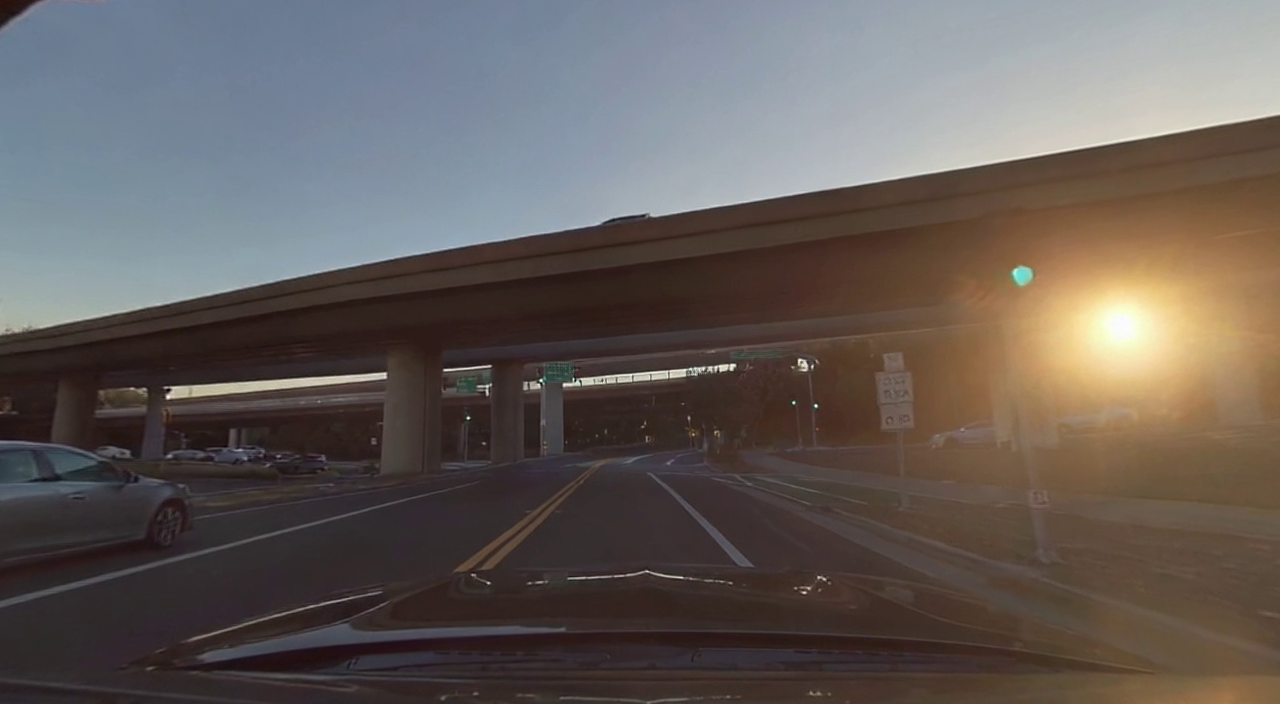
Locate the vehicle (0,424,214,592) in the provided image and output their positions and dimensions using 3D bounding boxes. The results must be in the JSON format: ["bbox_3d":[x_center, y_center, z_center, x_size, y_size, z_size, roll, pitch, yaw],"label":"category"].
[{"bbox_3d":[-7.511,1.721,7.391,2.108,1.670,4.235,0,-8,-1],"label":"vehicle"}]
